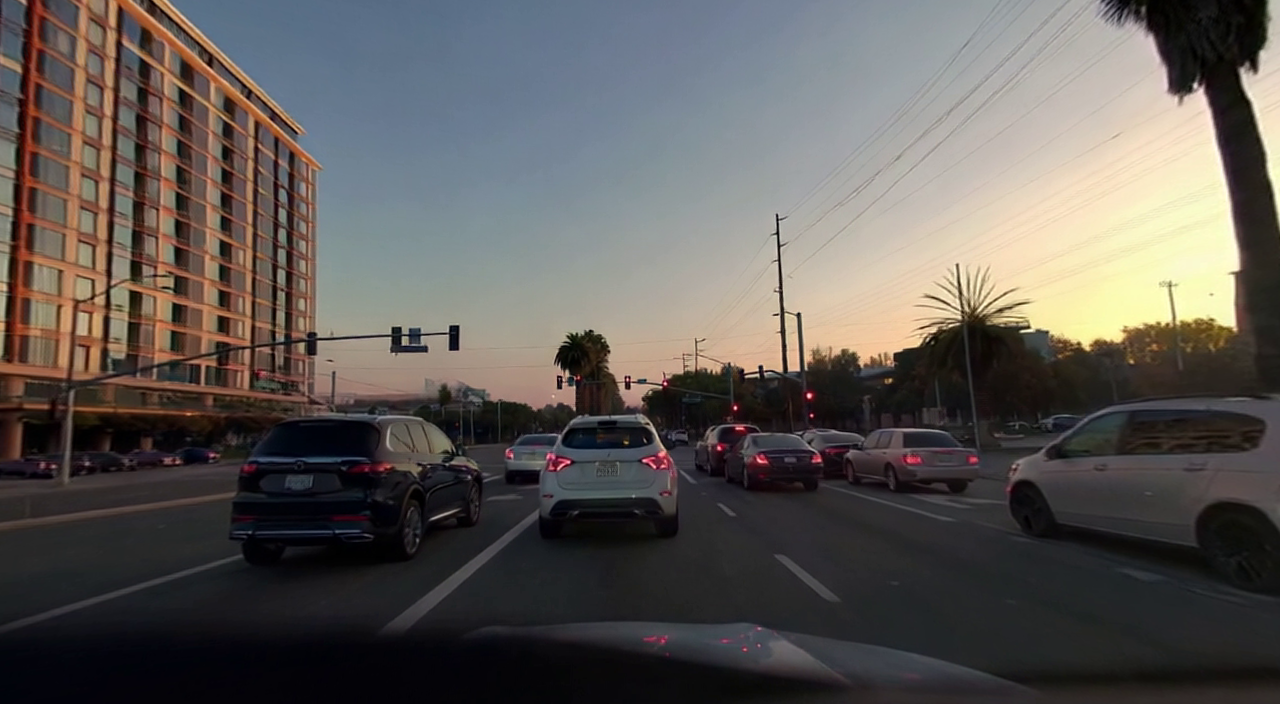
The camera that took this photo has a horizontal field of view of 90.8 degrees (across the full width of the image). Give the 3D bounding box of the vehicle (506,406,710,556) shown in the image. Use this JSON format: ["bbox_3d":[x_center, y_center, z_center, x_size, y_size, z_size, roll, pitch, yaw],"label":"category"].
[{"bbox_3d":[-0.411,1.776,9.343,2.302,1.681,4.217,0,-8,-1],"label":"vehicle"}]

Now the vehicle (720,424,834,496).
[{"bbox_3d":[3.336,2.730,16.260,1.975,1.598,4.025,0,-8,-1],"label":"vehicle"}]

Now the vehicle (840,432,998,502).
[{"bbox_3d":[6.553,2.730,15.459,1.764,1.451,4.300,0,-8,-2],"label":"vehicle"}]

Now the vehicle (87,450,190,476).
[{"bbox_3d":[-35.691,7.868,45.097,5.422,1.765,1.937,1,-9,-8],"label":"vehicle"}]

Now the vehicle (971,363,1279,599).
[{"bbox_3d":[6.460,1.408,7.468,2.130,1.979,5.310,0,-8,-1],"label":"vehicle"}]

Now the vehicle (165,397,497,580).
[{"bbox_3d":[-3.529,1.656,8.445,2.136,1.779,4.417,0,-8,1],"label":"vehicle"}]

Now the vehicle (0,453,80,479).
[{"bbox_3d":[-42.469,7.878,43.901,4.867,1.689,1.971,1,-9,-8],"label":"vehicle"}]
